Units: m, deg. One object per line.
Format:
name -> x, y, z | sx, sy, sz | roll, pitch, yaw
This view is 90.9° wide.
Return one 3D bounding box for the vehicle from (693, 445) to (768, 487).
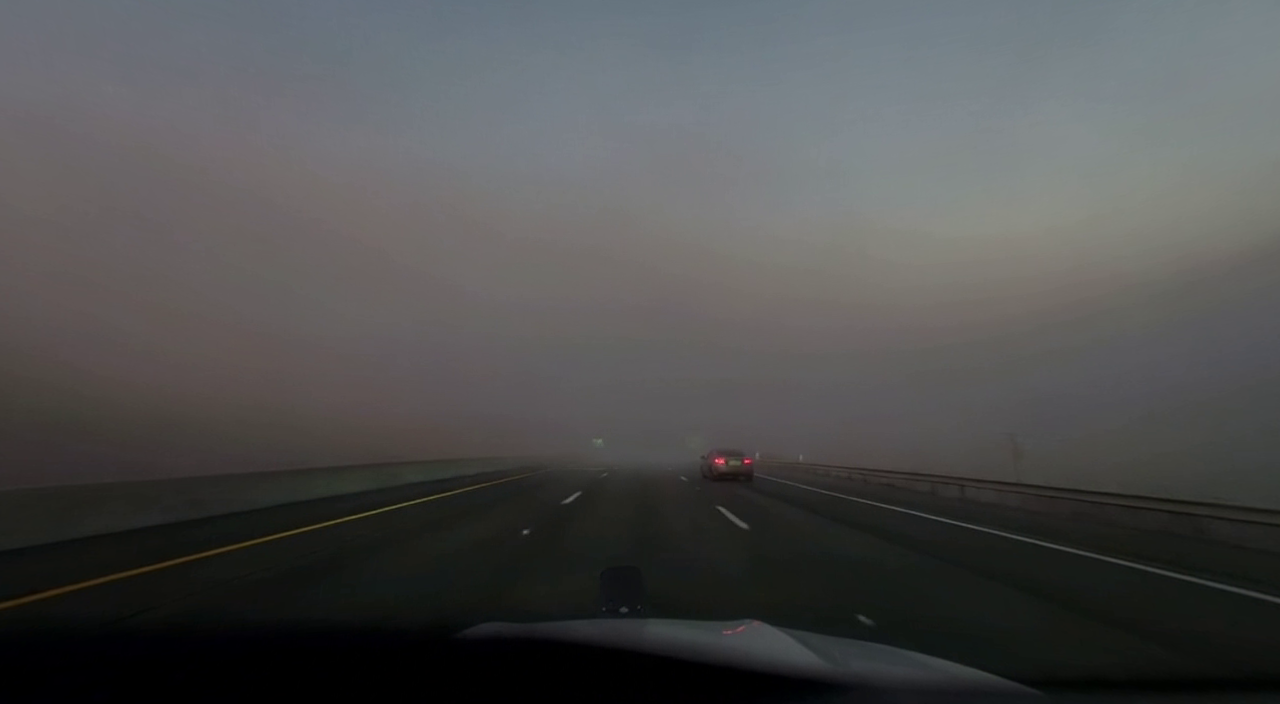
vehicle -> 3.401, 4.385, 24.635 | 2.193, 1.462, 4.533 | 0, -8, -1
